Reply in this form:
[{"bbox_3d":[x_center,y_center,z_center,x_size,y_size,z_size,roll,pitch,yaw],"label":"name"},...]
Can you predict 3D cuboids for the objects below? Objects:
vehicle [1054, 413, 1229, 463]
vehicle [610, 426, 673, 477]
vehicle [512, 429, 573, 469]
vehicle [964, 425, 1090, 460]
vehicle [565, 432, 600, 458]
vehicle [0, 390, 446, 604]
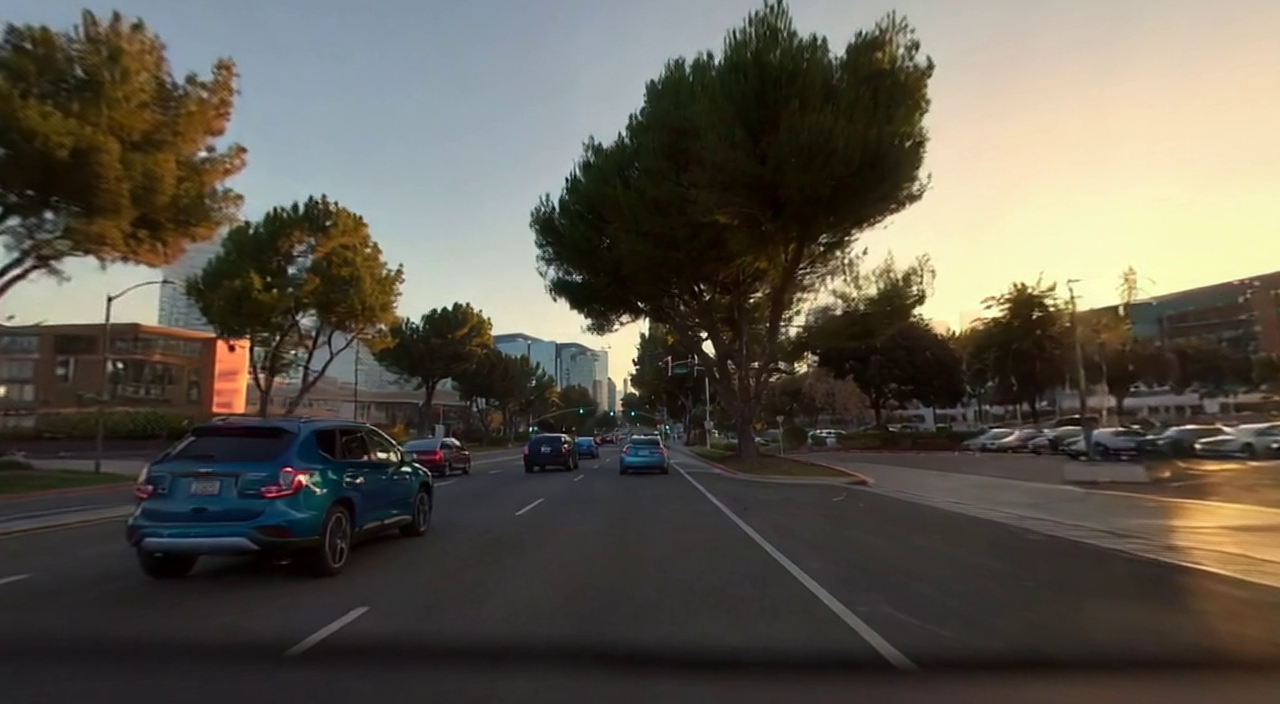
[{"bbox_3d":[17.221,2.987,21.749,4.329,1.656,1.873,0,-8,2],"label":"vehicle"},{"bbox_3d":[0.028,3.552,22.502,2.042,1.641,4.187,0,-8,0],"label":"vehicle"},{"bbox_3d":[-4.487,4.568,29.618,2.113,1.713,4.422,0,-8,0],"label":"vehicle"},{"bbox_3d":[16.874,3.983,27.545,1.857,1.369,4.219,6,-10,-34],"label":"vehicle"},{"bbox_3d":[-4.052,6.698,45.251,2.047,1.810,4.414,0,-8,1],"label":"vehicle"},{"bbox_3d":[-3.873,1.421,6.972,2.070,1.641,4.152,0,-8,0],"label":"vehicle"}]
